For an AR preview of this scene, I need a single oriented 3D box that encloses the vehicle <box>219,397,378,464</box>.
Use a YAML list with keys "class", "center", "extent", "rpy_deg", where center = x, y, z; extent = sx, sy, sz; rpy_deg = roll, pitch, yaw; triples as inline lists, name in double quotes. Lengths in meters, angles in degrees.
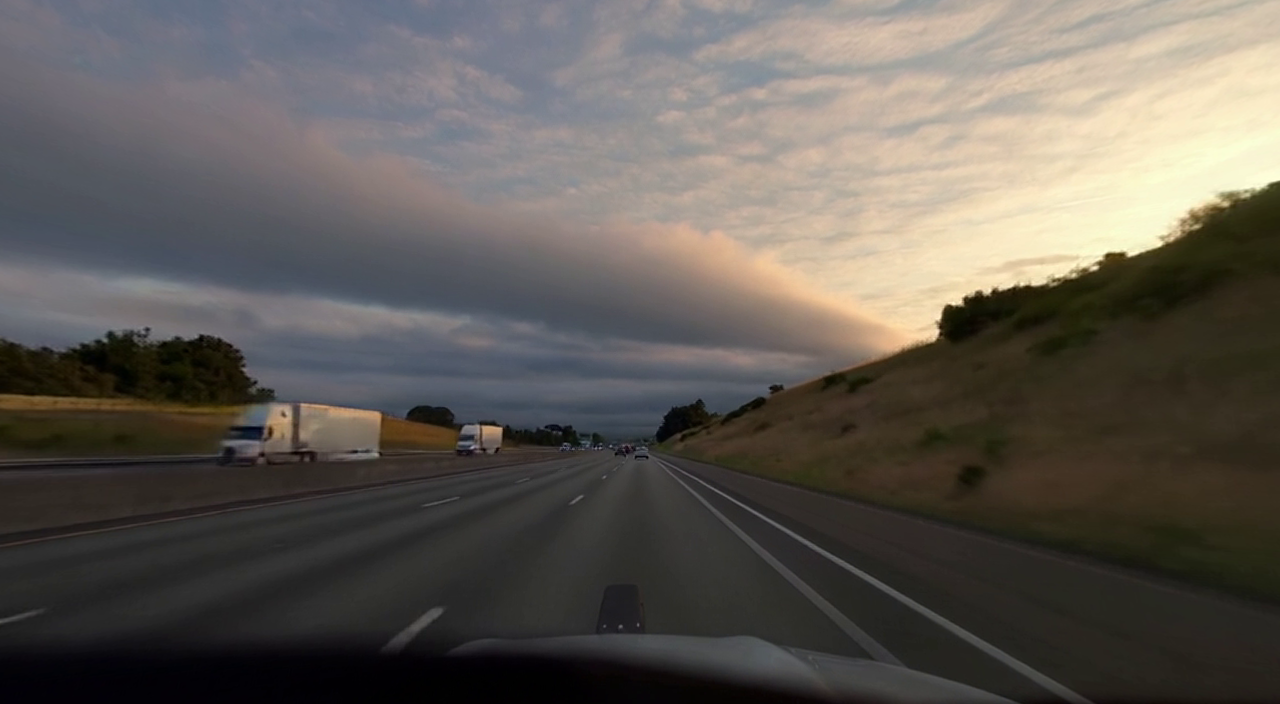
- class: "vehicle"
  center: [-23.041, 5.744, 44.307]
  extent: [2.900, 3.886, 14.872]
  rpy_deg: [0, -9, 0]
